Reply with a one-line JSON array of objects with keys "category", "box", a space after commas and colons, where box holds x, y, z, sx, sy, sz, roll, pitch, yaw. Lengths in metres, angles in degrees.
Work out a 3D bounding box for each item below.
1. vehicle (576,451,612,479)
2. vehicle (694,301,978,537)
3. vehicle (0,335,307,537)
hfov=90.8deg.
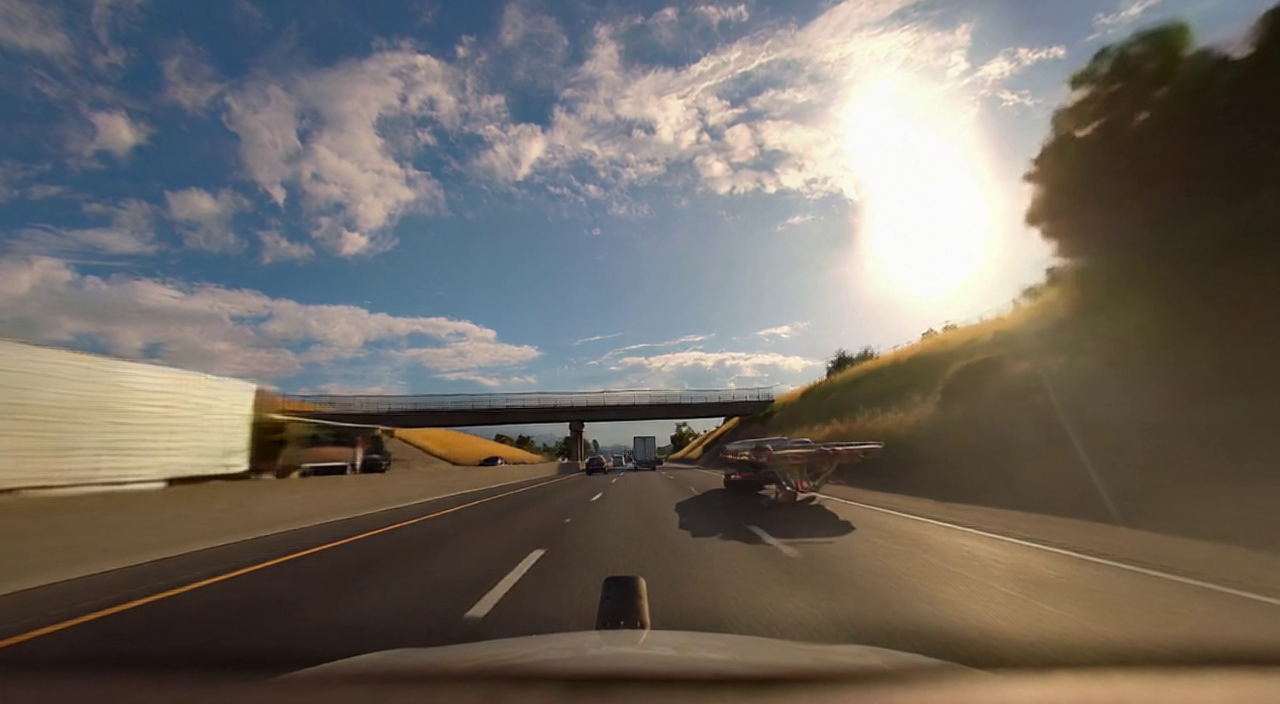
[{"category": "vehicle", "box": [-2.869, 7.206, 40.393, 2.007, 1.647, 3.854, 0, -9, 1]}, {"category": "vehicle", "box": [4.019, 2.379, 19.134, 3.131, 4.037, 16.729, 0, -9, -1]}, {"category": "vehicle", "box": [-14.757, 2.326, 16.753, 2.885, 4.151, 16.611, 0, -9, 0]}]
